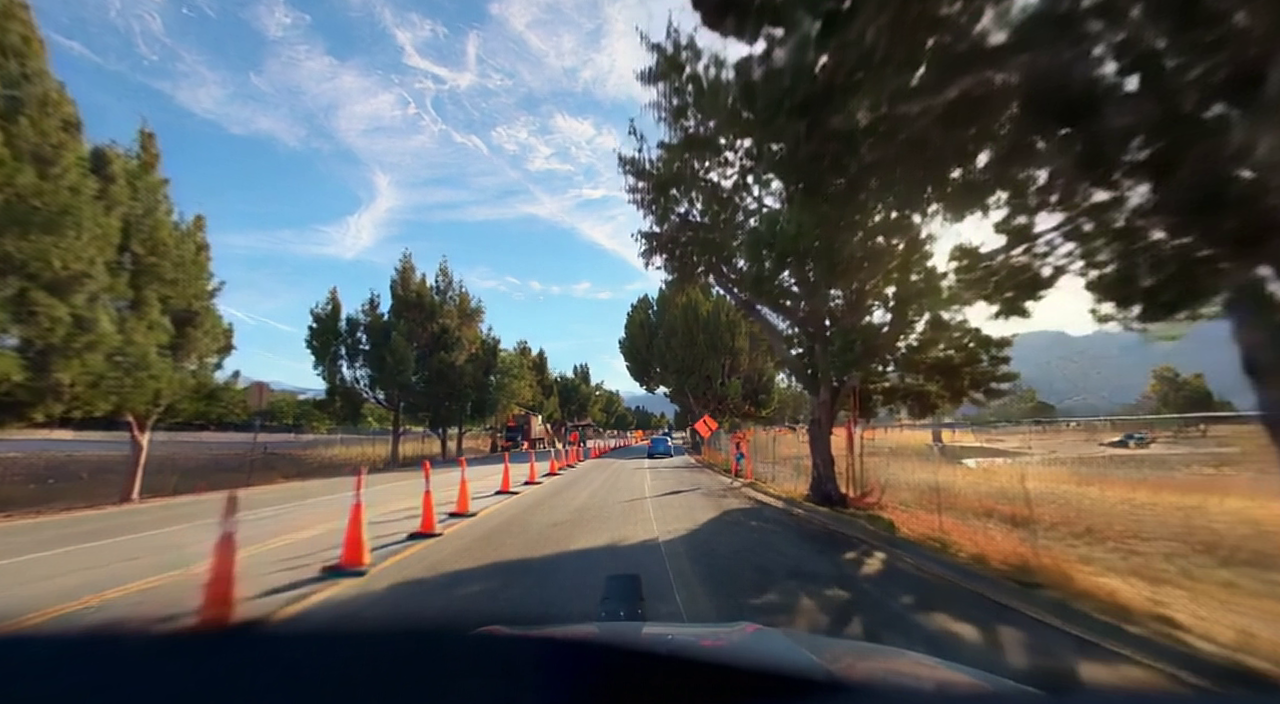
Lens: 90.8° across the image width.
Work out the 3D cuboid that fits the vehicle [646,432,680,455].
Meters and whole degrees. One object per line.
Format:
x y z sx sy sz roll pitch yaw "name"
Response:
1.577 6.246 43.141 2.172 1.486 3.581 -1 -8 2 "vehicle"
